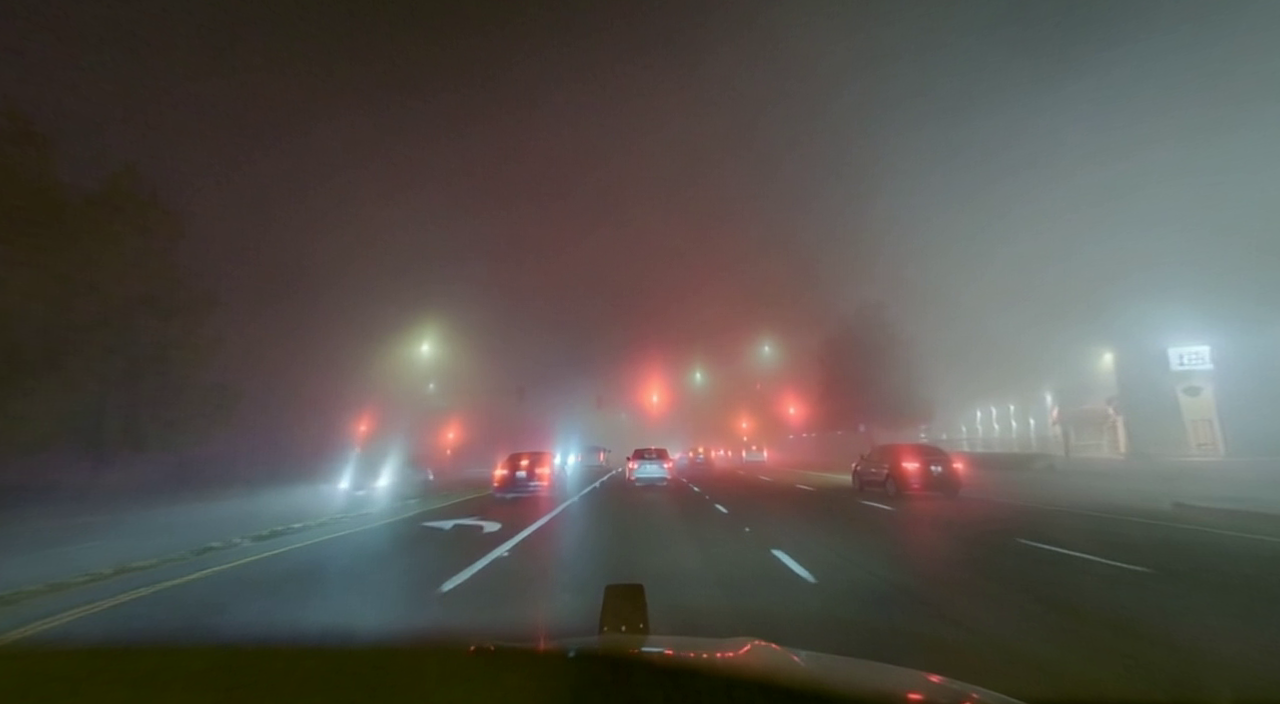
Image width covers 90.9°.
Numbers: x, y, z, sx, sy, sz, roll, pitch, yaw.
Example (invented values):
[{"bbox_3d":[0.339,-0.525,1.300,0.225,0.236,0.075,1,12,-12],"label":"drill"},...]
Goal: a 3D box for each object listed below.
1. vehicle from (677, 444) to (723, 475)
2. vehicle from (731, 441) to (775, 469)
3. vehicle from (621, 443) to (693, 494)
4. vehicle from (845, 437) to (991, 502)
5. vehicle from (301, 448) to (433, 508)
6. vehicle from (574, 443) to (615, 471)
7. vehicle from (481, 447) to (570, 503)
[{"bbox_3d":[3.116,5.664,33.473,1.988,1.528,4.144,0,-9,-1],"label":"vehicle"},{"bbox_3d":[7.393,6.789,41.744,2.044,1.701,4.397,0,-9,-1],"label":"vehicle"},{"bbox_3d":[0.487,3.712,20.455,2.096,1.473,3.893,-1,-9,0],"label":"vehicle"},{"bbox_3d":[7.310,3.114,17.174,1.892,1.515,4.400,0,-9,-1],"label":"vehicle"},{"bbox_3d":[-8.477,3.909,20.091,2.212,1.652,4.376,-1,-9,1],"label":"vehicle"},{"bbox_3d":[-2.864,6.673,40.228,2.219,1.699,4.090,-1,-9,1],"label":"vehicle"},{"bbox_3d":[-3.319,3.638,19.215,1.938,1.472,4.399,-1,-9,-1],"label":"vehicle"}]
